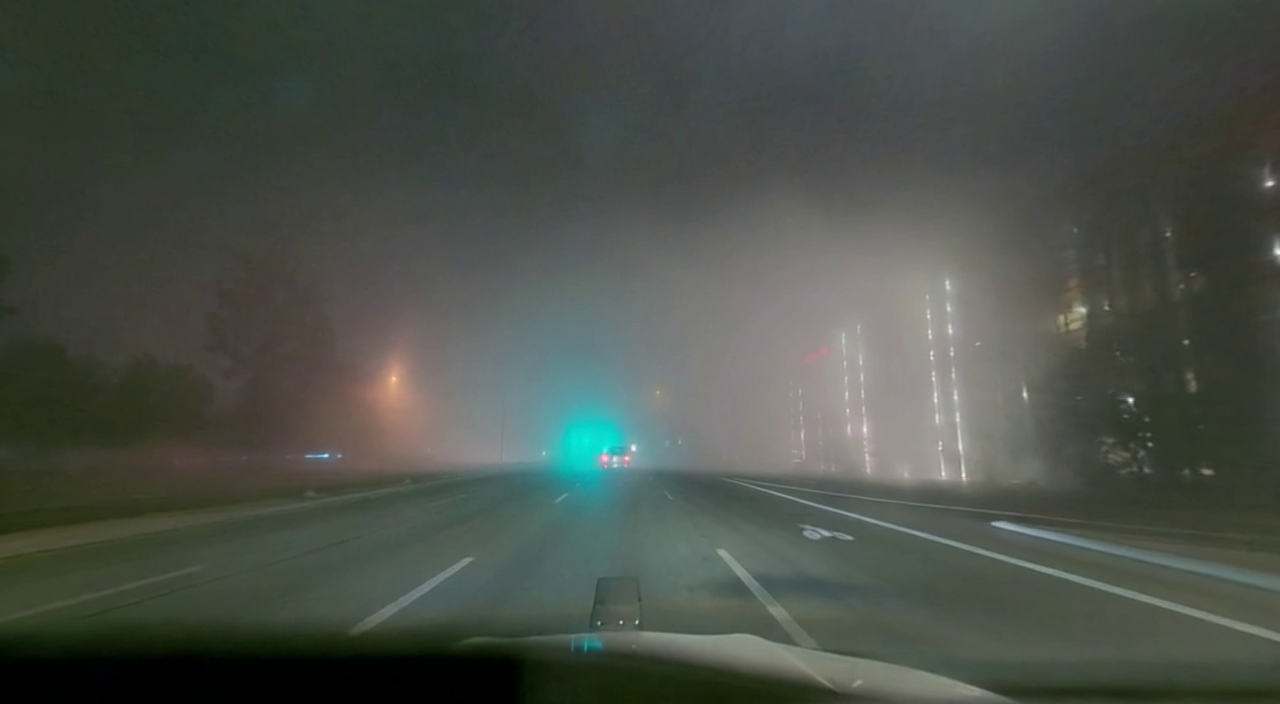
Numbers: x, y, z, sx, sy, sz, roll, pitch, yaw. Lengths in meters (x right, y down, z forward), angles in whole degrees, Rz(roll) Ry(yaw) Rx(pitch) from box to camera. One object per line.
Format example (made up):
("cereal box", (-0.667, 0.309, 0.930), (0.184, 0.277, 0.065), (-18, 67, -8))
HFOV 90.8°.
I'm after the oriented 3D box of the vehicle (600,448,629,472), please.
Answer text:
("vehicle", (-1.946, 8.072, 47.378), (2.038, 1.682, 3.844), (0, -8, -4))
